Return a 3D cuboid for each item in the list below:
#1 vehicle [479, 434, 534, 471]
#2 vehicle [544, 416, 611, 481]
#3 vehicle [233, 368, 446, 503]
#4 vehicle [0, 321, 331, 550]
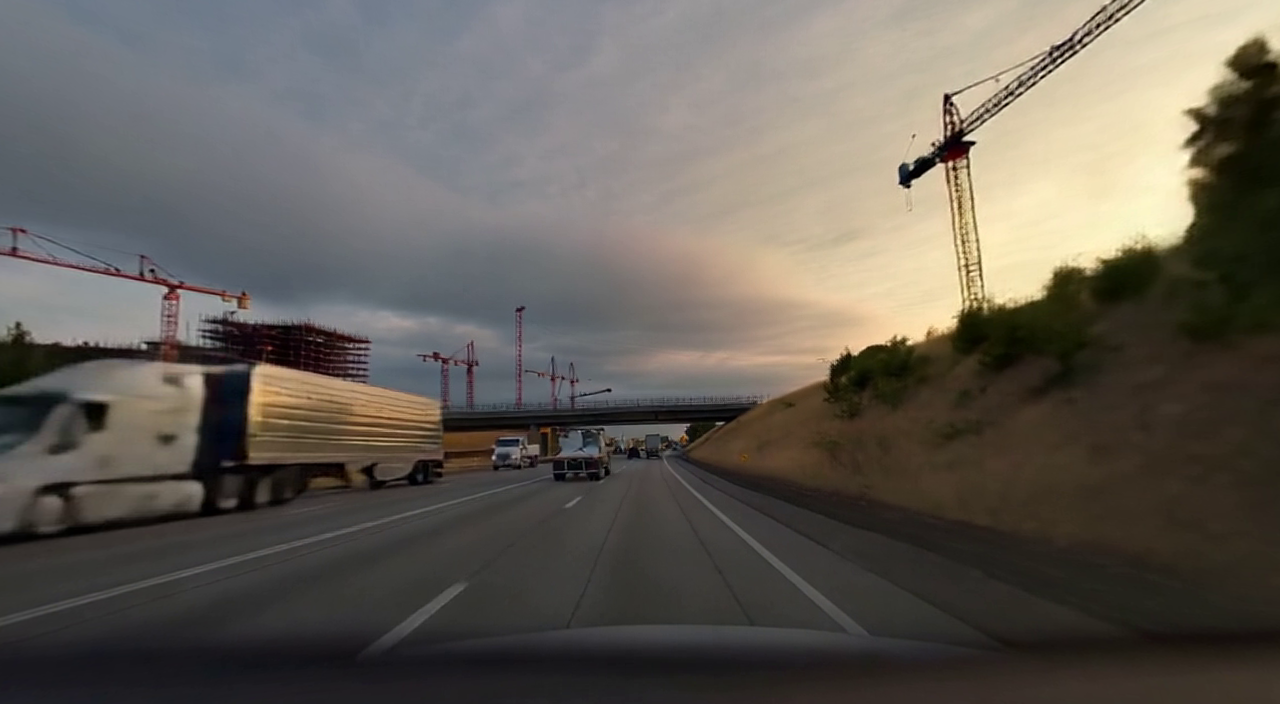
[{"bbox_3d":[-9.795,7.496,46.896,2.762,2.579,6.099,0,-9,0],"label":"vehicle"},{"bbox_3d":[-2.859,4.700,30.685,2.565,2.771,6.641,0,-9,0],"label":"vehicle"},{"bbox_3d":[-9.991,3.087,22.644,2.813,3.815,9.248,0,-9,1],"label":"vehicle"},{"bbox_3d":[-10.008,1.811,13.211,2.931,3.367,7.777,0,-9,1],"label":"vehicle"}]
